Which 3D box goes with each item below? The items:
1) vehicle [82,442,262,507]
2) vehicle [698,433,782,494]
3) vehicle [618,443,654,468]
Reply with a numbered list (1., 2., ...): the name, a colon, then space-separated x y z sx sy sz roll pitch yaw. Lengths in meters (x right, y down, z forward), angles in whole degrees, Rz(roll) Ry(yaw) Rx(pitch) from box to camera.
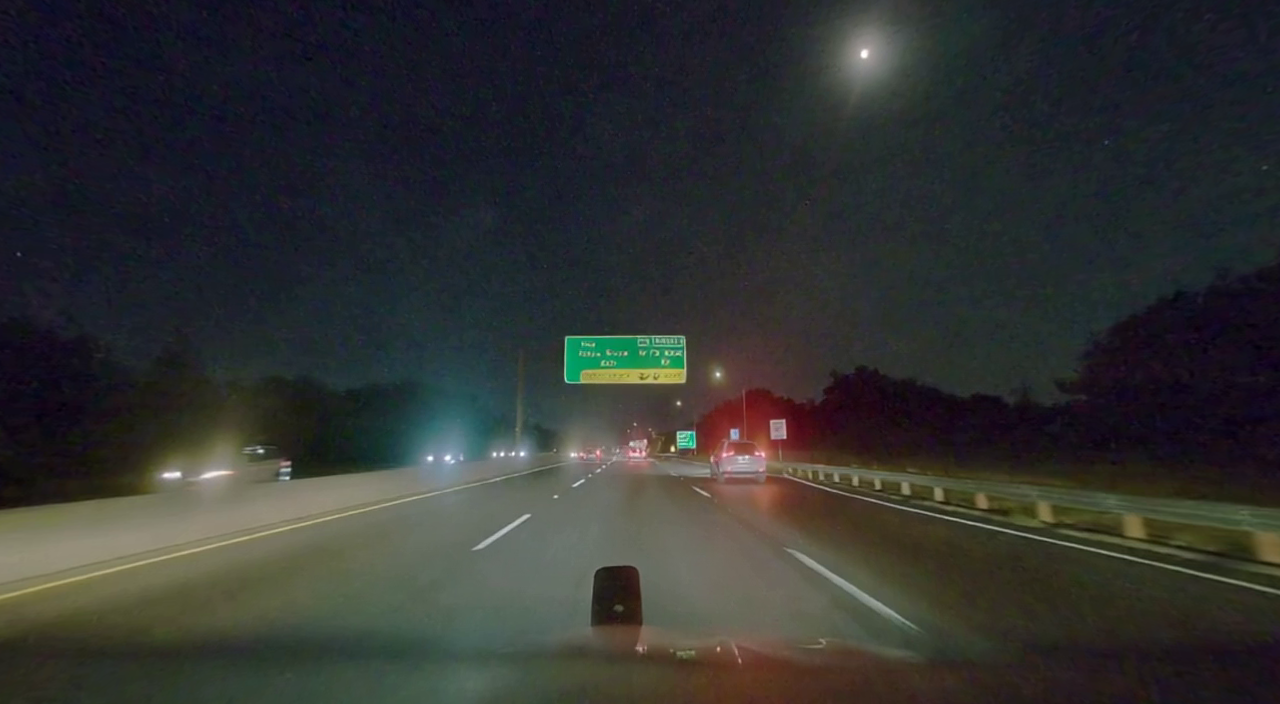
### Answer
1. vehicle: -12.894 3.366 17.678 1.930 1.584 4.230 0 -9 -3
2. vehicle: 2.963 3.419 19.518 2.143 1.667 4.221 -1 -9 3
3. vehicle: -0.247 7.123 43.262 1.969 1.595 3.964 -1 -9 7
